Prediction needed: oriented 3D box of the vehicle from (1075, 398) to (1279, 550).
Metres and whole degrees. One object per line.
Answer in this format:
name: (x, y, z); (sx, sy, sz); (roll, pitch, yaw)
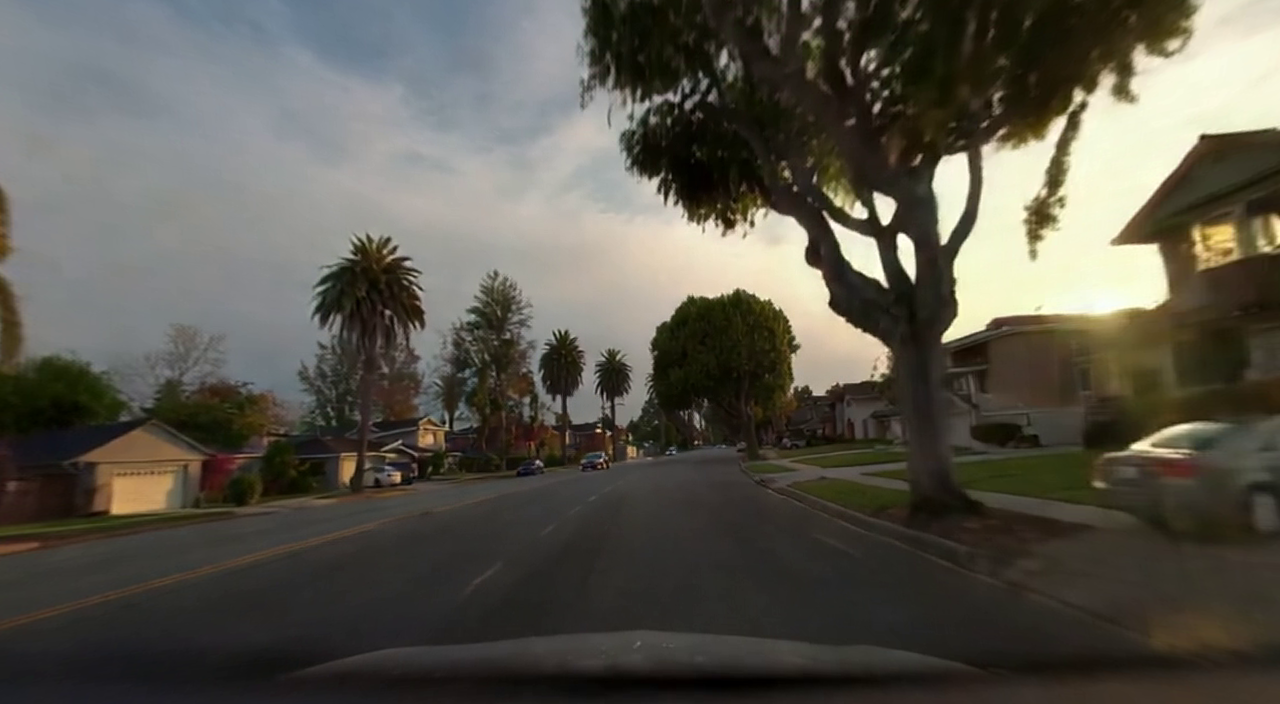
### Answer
vehicle: (8.681, 1.505, 8.136); (4.646, 1.687, 1.975); (0, -8, -1)

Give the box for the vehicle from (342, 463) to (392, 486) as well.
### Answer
vehicle: (-20.487, 9.131, 47.365); (1.862, 1.477, 4.461); (8, -12, -44)

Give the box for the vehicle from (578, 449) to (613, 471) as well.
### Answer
vehicle: (-3.461, 8.428, 49.486); (1.746, 1.503, 4.400); (-6, -9, 7)
